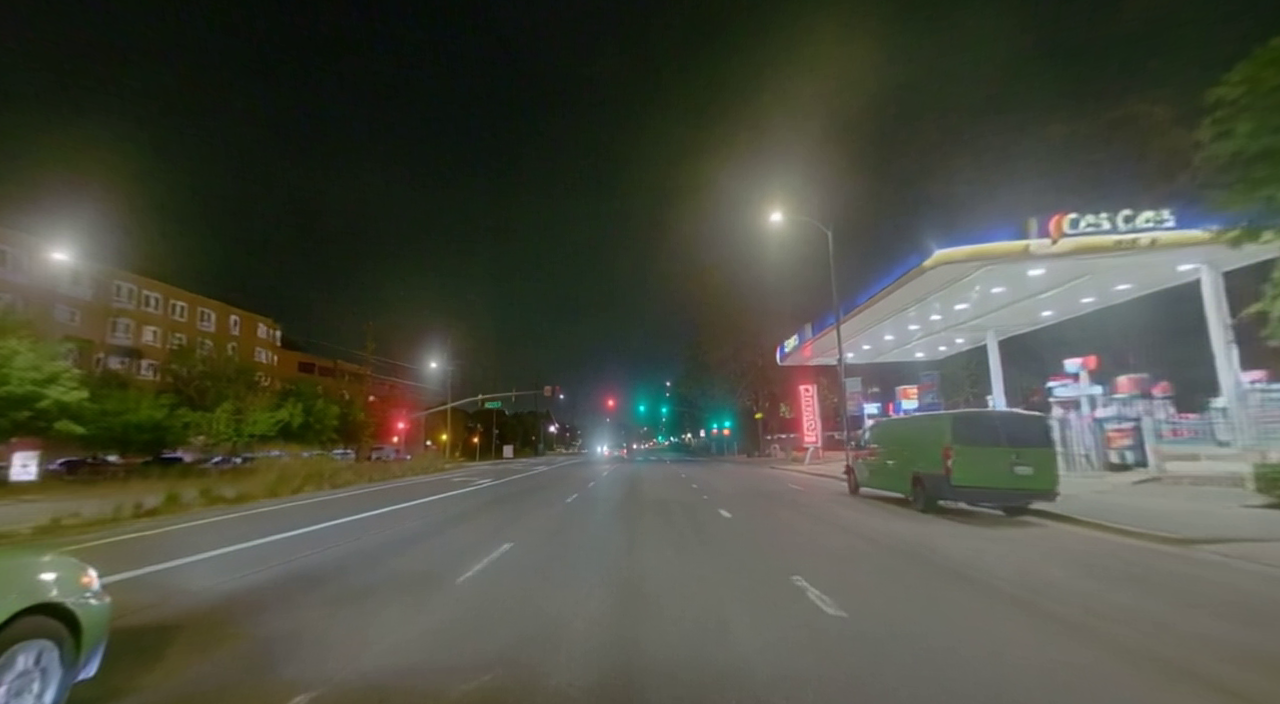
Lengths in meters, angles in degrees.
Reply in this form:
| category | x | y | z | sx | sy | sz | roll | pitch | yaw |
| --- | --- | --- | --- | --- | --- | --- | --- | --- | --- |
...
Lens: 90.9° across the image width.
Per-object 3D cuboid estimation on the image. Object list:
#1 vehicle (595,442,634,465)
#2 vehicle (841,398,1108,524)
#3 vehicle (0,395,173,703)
| category | x | y | z | sx | sy | sz | roll | pitch | yaw |
| --- | --- | --- | --- | --- | --- | --- | --- | --- | --- |
| vehicle | -1.673 | 7.014 | 43.673 | 2.082 | 1.460 | 4.442 | -1 | -8 | 6 |
| vehicle | 7.255 | 2.495 | 15.001 | 2.764 | 2.327 | 6.492 | 0 | -8 | 0 |
| vehicle | -3.414 | 0.699 | 0.961 | 2.018 | 1.470 | 4.346 | 0 | -8 | 1 |
